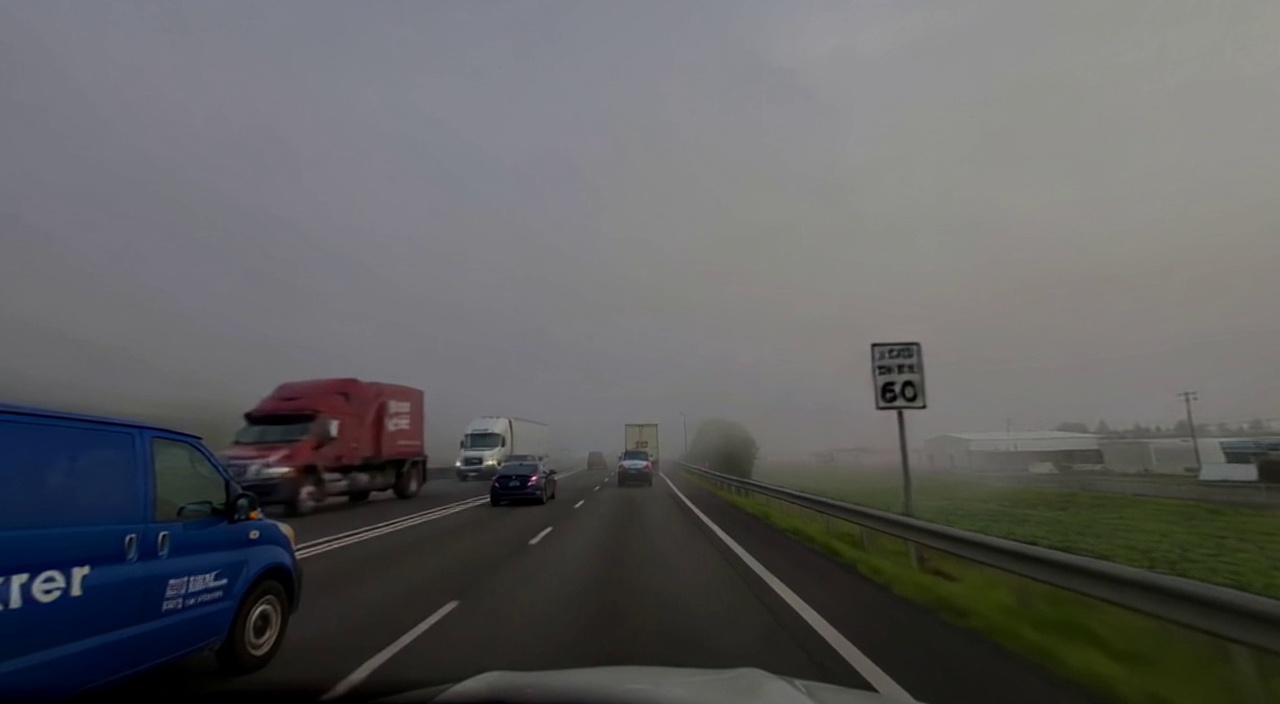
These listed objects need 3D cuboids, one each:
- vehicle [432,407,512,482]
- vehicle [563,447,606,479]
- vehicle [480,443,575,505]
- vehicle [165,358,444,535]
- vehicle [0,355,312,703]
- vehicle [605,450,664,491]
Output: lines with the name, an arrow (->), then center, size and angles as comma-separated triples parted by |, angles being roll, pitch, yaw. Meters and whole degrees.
vehicle -> -9.679, 5.451, 37.075 | 3.024, 4.011, 5.853 | 0, -9, 0
vehicle -> -3.023, 6.170, 35.243 | 1.994, 1.663, 4.047 | 0, -9, 1
vehicle -> -3.151, 3.501, 18.559 | 1.937, 1.600, 4.141 | 0, -9, 1
vehicle -> -6.888, 2.117, 14.376 | 2.633, 3.064, 6.542 | -1, -8, 1
vehicle -> -3.107, 0.789, 1.521 | 2.117, 1.688, 4.582 | 0, -9, 1
vehicle -> -0.195, 4.488, 24.241 | 2.095, 1.393, 3.908 | 0, -9, 0
